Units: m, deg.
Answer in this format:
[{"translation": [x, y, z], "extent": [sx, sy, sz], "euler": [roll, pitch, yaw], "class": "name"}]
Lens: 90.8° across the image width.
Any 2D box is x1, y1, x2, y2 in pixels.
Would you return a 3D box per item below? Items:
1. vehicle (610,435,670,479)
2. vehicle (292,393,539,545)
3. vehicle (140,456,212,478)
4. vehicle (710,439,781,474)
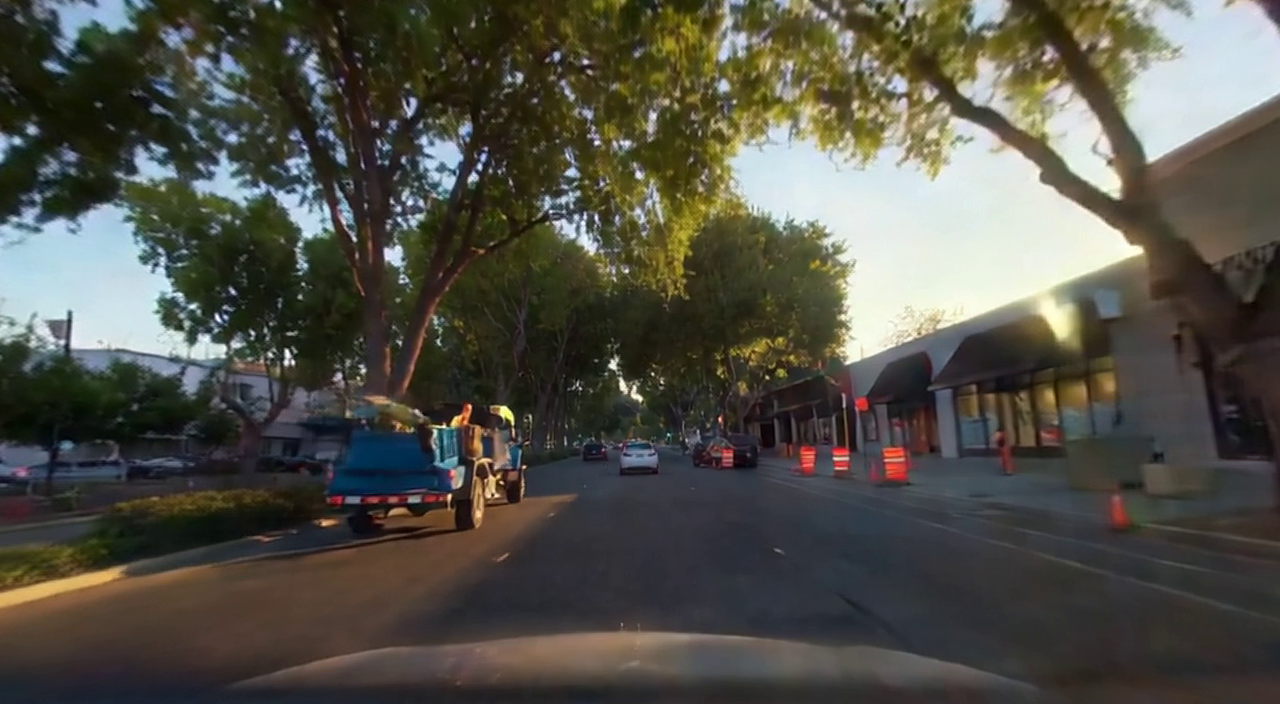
[{"translation": [-0.065, 4.563, 27.756], "extent": [2.413, 1.748, 4.406], "euler": [0, -8, -1], "class": "vehicle"}, {"translation": [-3.537, 2.025, 11.572], "extent": [2.424, 2.063, 5.678], "euler": [0, -8, 0], "class": "vehicle"}, {"translation": [-34.888, 8.678, 47.698], "extent": [1.876, 1.470, 4.711], "euler": [0, -8, 0], "class": "vehicle"}, {"translation": [5.150, 5.151, 31.403], "extent": [2.082, 1.601, 4.451], "euler": [1, -9, -10], "class": "vehicle"}]
